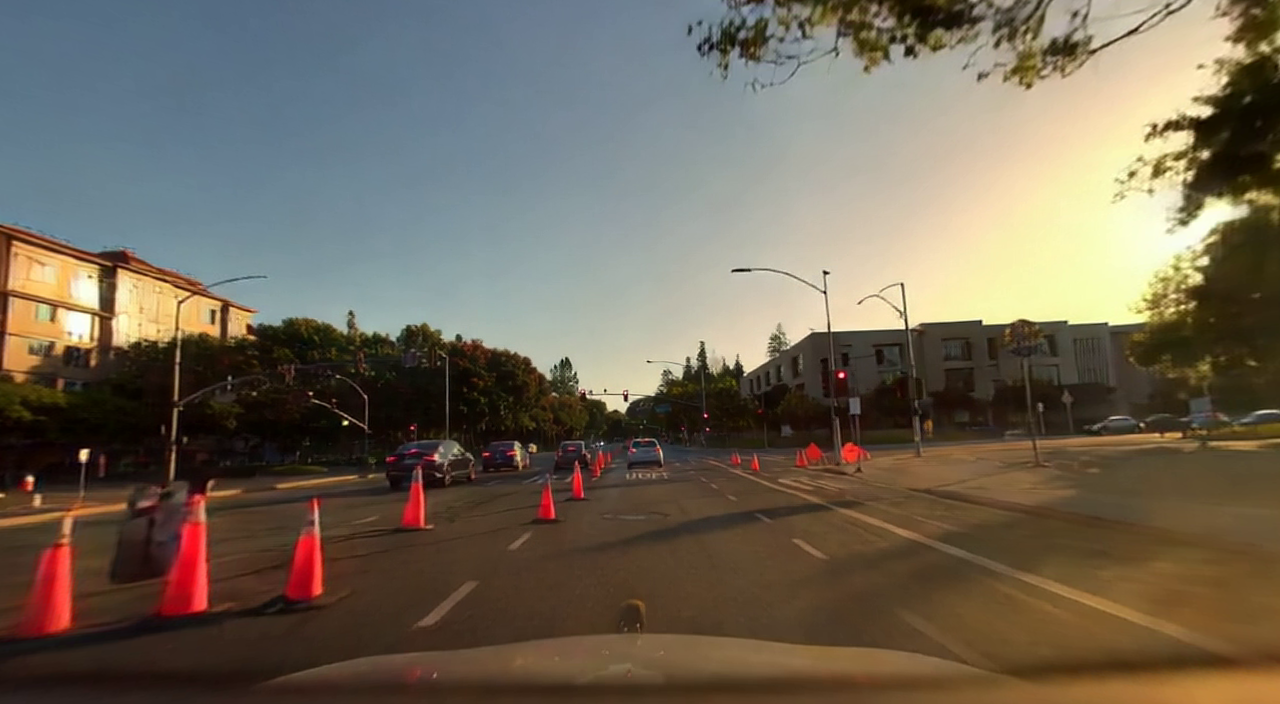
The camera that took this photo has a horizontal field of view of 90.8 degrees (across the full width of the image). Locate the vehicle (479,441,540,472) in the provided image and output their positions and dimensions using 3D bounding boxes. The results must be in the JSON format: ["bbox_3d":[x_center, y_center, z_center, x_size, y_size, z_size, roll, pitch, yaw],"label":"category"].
[{"bbox_3d":[-6.493,5.262,32.037,2.074,1.447,4.224,0,-8,2],"label":"vehicle"}]

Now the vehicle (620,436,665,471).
[{"bbox_3d":[0.119,4.758,29.742,1.985,1.521,3.968,0,-8,1],"label":"vehicle"}]

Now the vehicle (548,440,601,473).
[{"bbox_3d":[-2.961,4.828,29.407,1.946,1.437,4.154,0,-8,1],"label":"vehicle"}]

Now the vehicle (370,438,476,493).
[{"bbox_3d":[-6.749,3.554,20.161,1.869,1.570,4.064,0,-8,1],"label":"vehicle"}]
